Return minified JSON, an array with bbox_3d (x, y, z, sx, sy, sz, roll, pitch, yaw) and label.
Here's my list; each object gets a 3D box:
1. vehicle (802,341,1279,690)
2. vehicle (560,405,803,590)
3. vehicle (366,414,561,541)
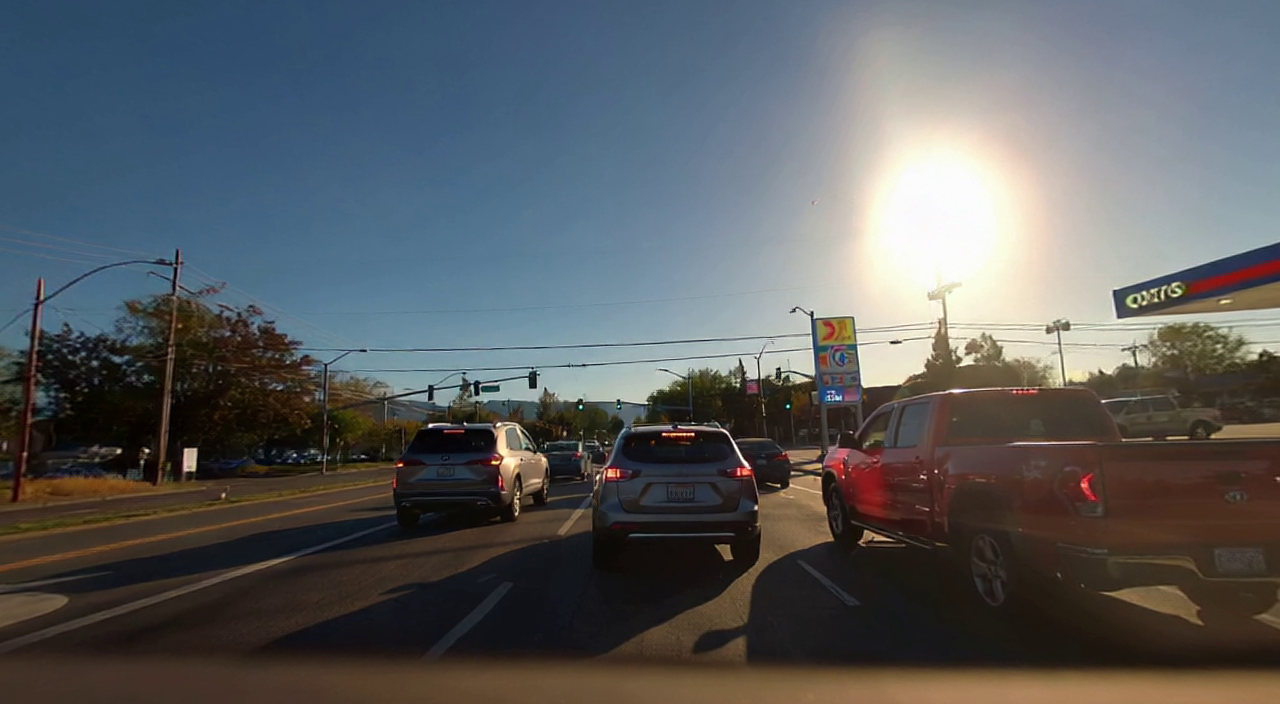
[{"bbox_3d":[3.405,1.257,6.119,2.161,1.868,5.321,0,-8,-1],"label":"vehicle"},{"bbox_3d":[0.358,1.611,7.781,2.181,1.650,4.083,0,-8,0],"label":"vehicle"},{"bbox_3d":[-2.713,2.055,10.907,2.019,1.731,4.299,0,-8,2],"label":"vehicle"}]
